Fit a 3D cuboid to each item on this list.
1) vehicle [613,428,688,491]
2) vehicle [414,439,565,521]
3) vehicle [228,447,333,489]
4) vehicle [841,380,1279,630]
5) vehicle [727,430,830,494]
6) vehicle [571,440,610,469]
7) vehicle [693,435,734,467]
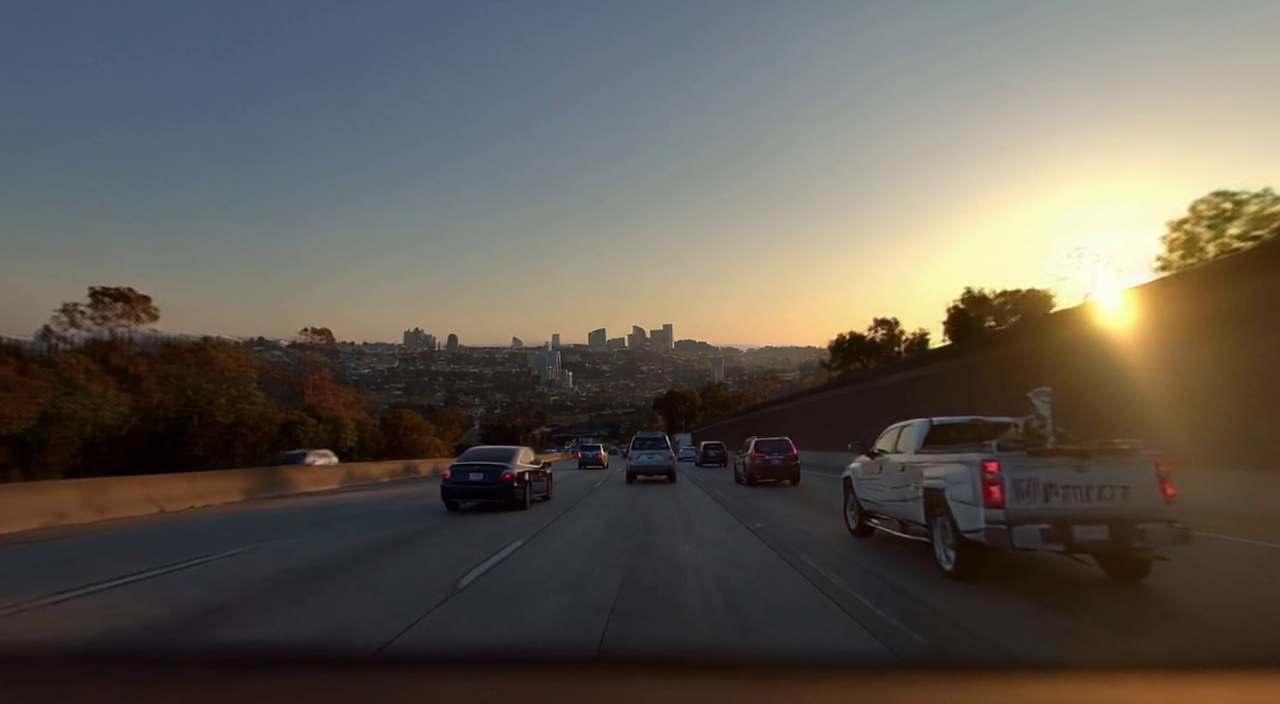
[{"bbox_3d":[0.326,3.465,20.603,2.153,1.805,4.631,-1,-9,1],"label":"vehicle"},{"bbox_3d":[-3.010,2.689,13.866,1.965,1.443,4.968,-1,-9,2],"label":"vehicle"},{"bbox_3d":[-17.115,5.511,30.358,2.104,1.780,4.783,-1,-9,2],"label":"vehicle"},{"bbox_3d":[3.927,1.389,6.655,2.156,1.701,4.494,-1,-9,1],"label":"vehicle"},{"bbox_3d":[3.958,3.233,18.852,2.094,1.676,4.309,0,-9,0],"label":"vehicle"},{"bbox_3d":[-3.022,6.380,39.388,1.951,1.694,4.188,-1,-9,2],"label":"vehicle"},{"bbox_3d":[4.508,6.152,39.326,2.039,1.832,3.989,0,-9,0],"label":"vehicle"}]
